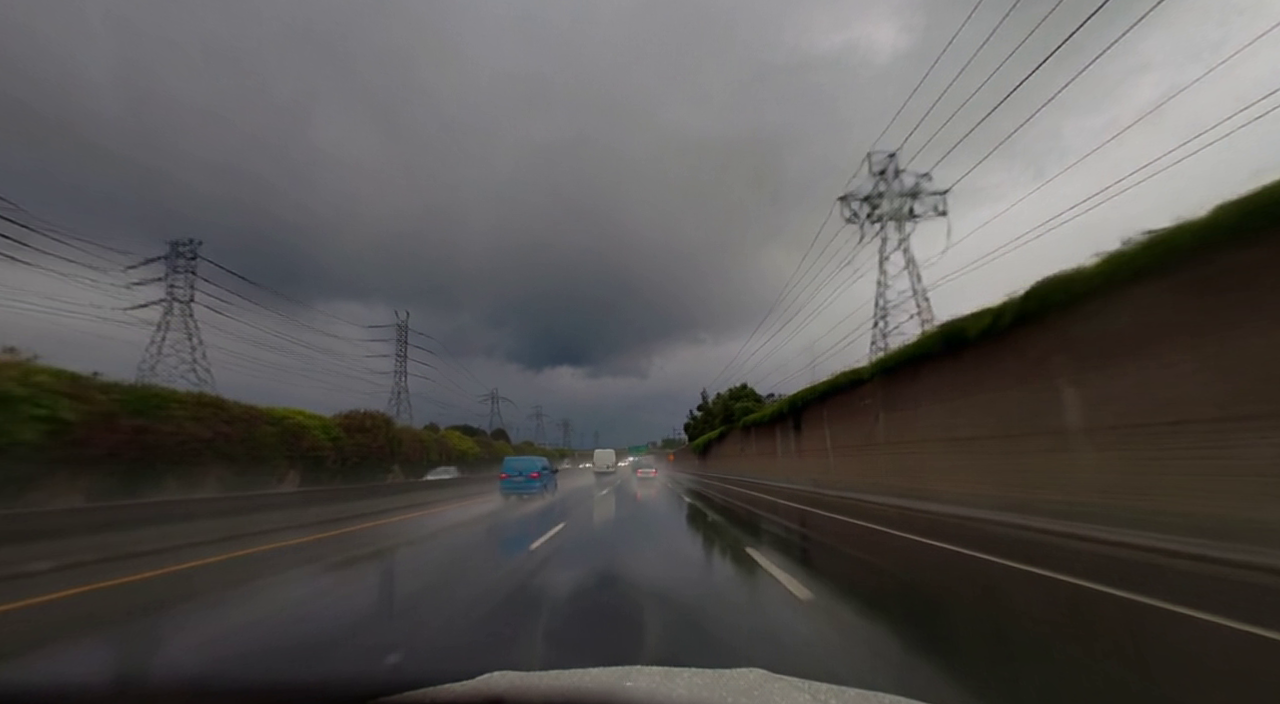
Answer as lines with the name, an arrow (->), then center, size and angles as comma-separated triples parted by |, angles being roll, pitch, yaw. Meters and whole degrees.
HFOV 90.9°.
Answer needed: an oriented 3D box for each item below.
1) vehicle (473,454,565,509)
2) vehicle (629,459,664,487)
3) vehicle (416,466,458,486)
vehicle -> -3.757, 4.139, 20.434 | 2.023, 1.541, 4.543 | 1, -10, 0
vehicle -> 0.352, 7.298, 38.075 | 2.006, 1.554, 3.863 | 1, -10, -1
vehicle -> -15.400, 9.431, 47.985 | 1.793, 1.429, 4.114 | 1, -10, -1
